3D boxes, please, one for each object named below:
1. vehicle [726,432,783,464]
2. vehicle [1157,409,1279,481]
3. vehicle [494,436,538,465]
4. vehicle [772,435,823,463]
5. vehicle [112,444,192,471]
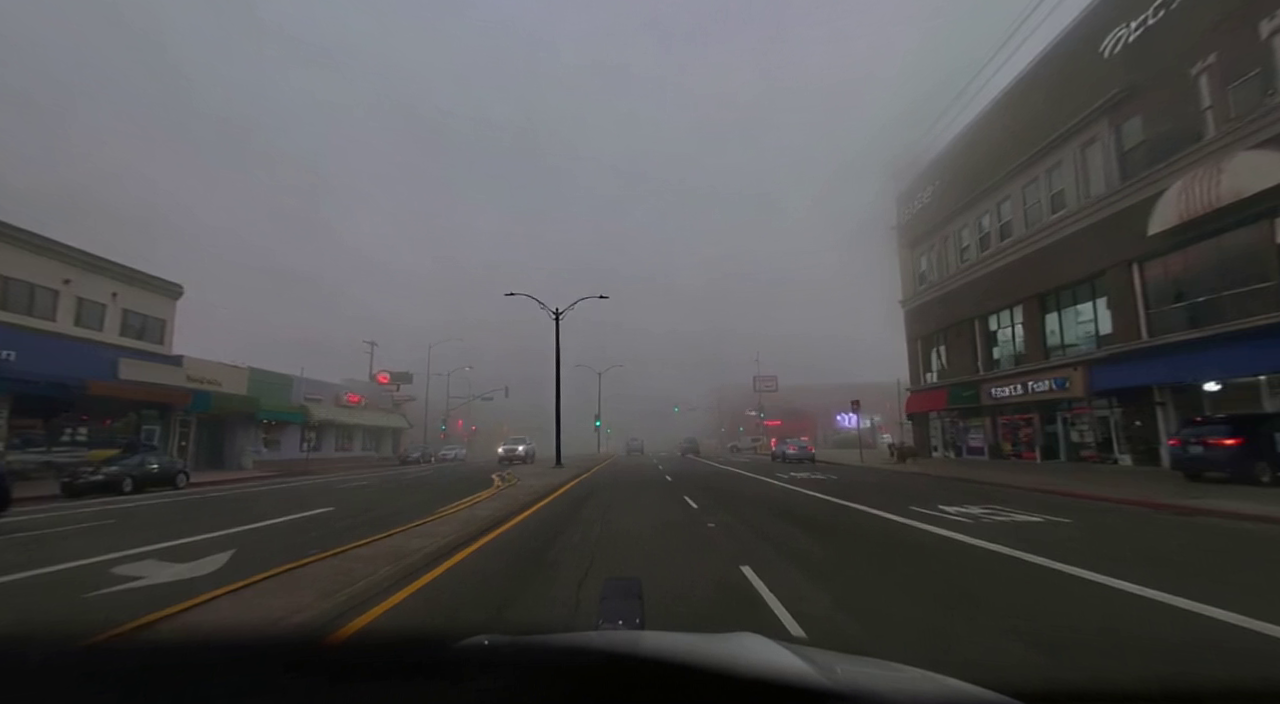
[{"bbox_3d":[6.312,5.387,35.380,1.974,1.679,4.611,0,-9,-4],"label":"vehicle"},{"bbox_3d":[17.162,2.531,17.255,4.353,1.813,1.836,0,-9,-1],"label":"vehicle"},{"bbox_3d":[-7.991,6.428,41.271,1.946,1.794,4.799,0,-9,-1],"label":"vehicle"},{"bbox_3d":[9.854,6.136,39.946,2.019,1.694,4.491,0,-9,-1],"label":"vehicle"},{"bbox_3d":[-34.133,7.457,44.396,1.821,1.531,4.703,-3,-13,0],"label":"vehicle"}]
